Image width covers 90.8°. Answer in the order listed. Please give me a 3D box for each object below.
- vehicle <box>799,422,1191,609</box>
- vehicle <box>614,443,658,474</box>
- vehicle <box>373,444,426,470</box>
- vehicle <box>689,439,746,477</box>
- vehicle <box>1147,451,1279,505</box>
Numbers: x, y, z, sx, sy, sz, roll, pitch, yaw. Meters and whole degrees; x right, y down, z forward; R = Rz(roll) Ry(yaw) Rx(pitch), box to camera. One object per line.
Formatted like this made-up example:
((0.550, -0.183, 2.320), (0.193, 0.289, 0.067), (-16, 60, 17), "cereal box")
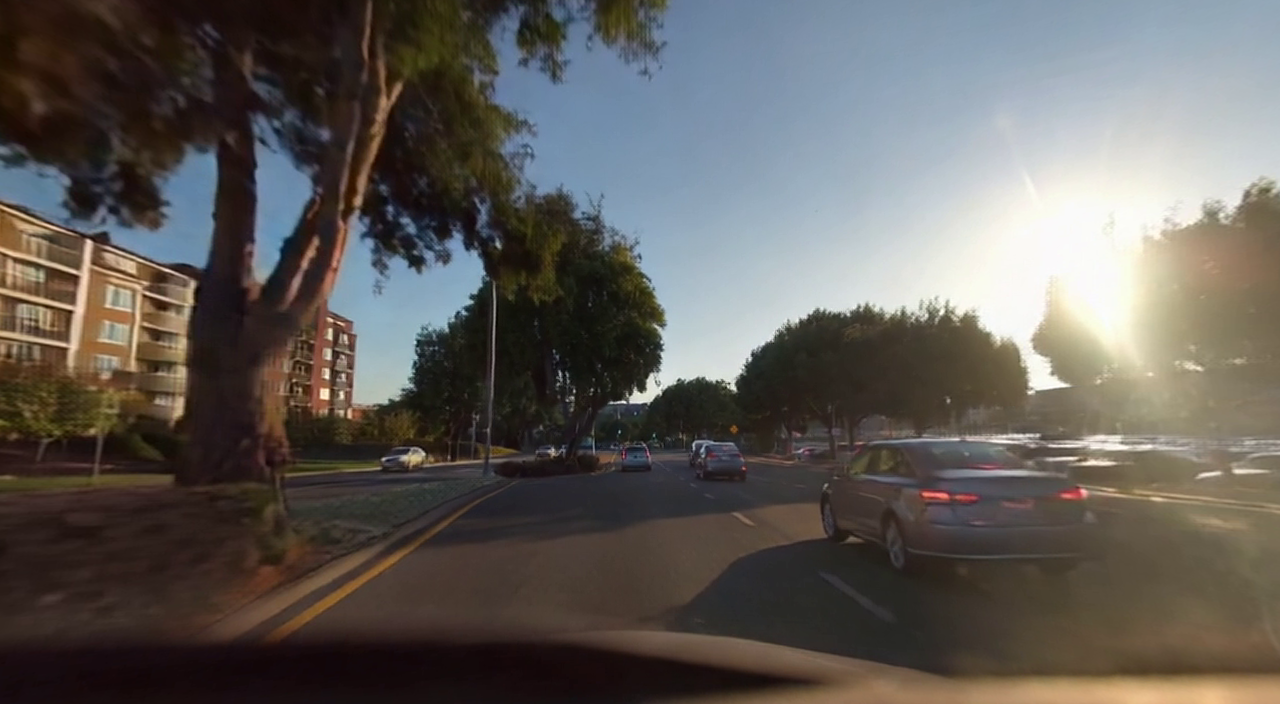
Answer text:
((3.529, 1.698, 7.611), (1.953, 1.514, 4.672), (0, -8, -1), "vehicle")
((-0.261, 5.367, 32.094), (2.095, 1.456, 3.873), (0, -8, -1), "vehicle")
((-16.262, 7.083, 42.962), (1.920, 1.635, 4.261), (0, -8, 0), "vehicle")
((3.511, 4.944, 29.623), (2.041, 1.611, 4.426), (0, -8, -1), "vehicle")
((17.647, 3.721, 19.008), (4.099, 1.413, 1.978), (4, -9, -25), "vehicle")
